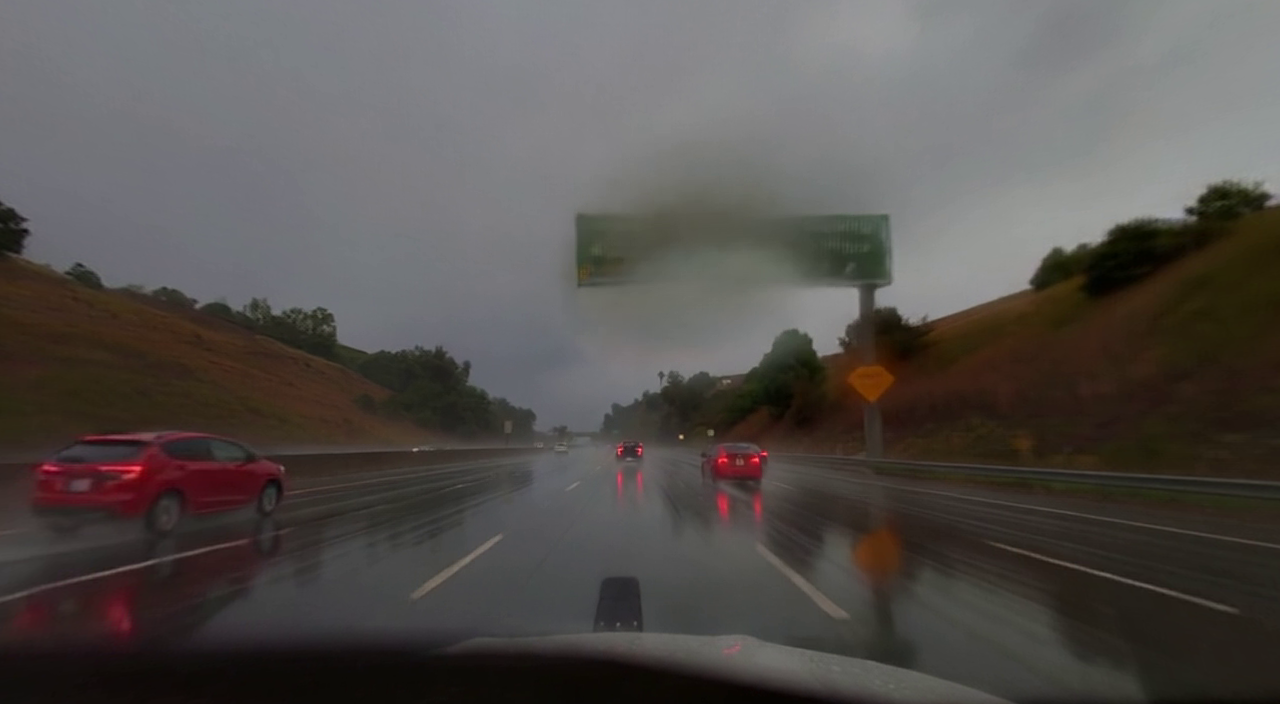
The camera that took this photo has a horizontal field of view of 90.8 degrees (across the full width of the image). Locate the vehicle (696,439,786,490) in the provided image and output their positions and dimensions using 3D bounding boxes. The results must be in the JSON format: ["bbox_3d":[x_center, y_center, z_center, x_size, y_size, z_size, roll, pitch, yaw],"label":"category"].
[{"bbox_3d":[3.233,3.710,21.262,2.120,1.492,4.734,0,-8,-1],"label":"vehicle"}]

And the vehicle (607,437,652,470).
[{"bbox_3d":[-0.543,5.491,34.248,2.277,1.675,4.023,0,-8,-1],"label":"vehicle"}]

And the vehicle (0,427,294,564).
[{"bbox_3d":[-7.504,1.951,9.472,1.922,1.508,4.816,0,-8,0],"label":"vehicle"}]
